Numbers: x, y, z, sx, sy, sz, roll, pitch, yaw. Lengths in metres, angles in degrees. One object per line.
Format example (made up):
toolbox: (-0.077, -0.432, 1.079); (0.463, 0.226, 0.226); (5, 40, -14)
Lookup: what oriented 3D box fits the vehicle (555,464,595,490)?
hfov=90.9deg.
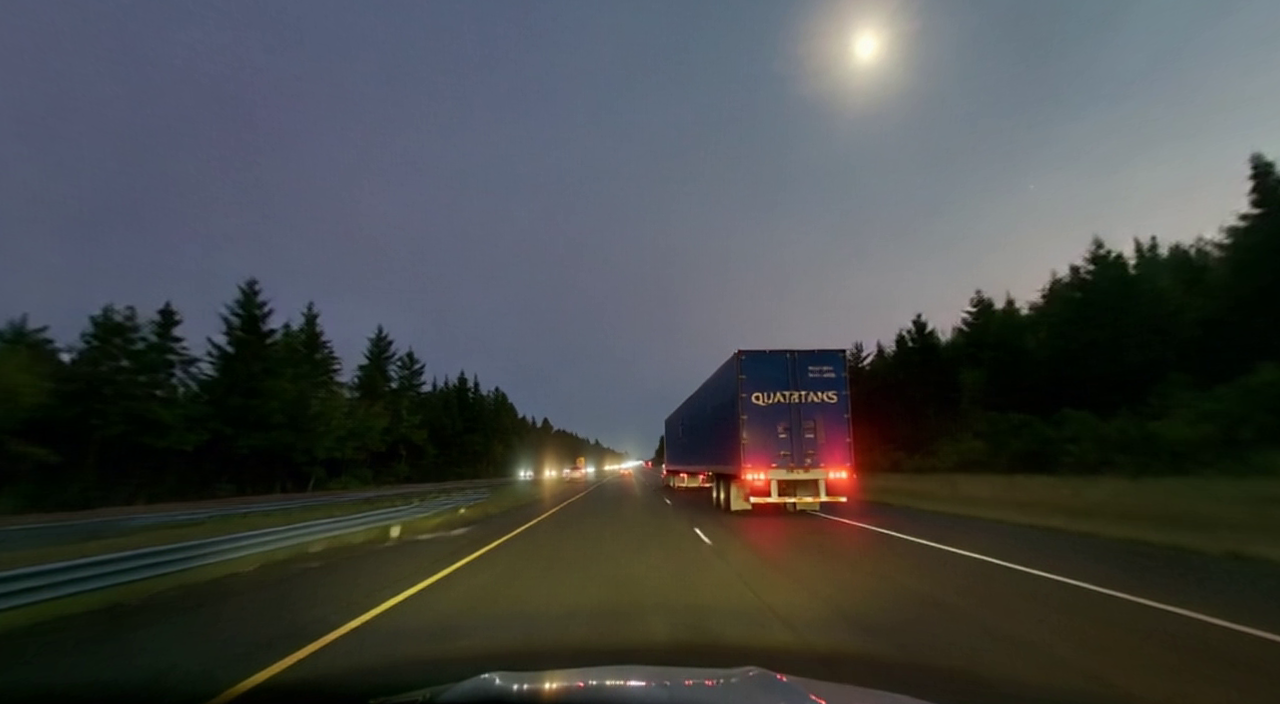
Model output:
vehicle: (-4.197, 8.179, 41.481); (2.180, 1.556, 4.895); (1, -10, 0)

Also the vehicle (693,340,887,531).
vehicle: (3.593, 2.698, 18.708); (2.871, 4.032, 10.642); (1, -10, -1)
